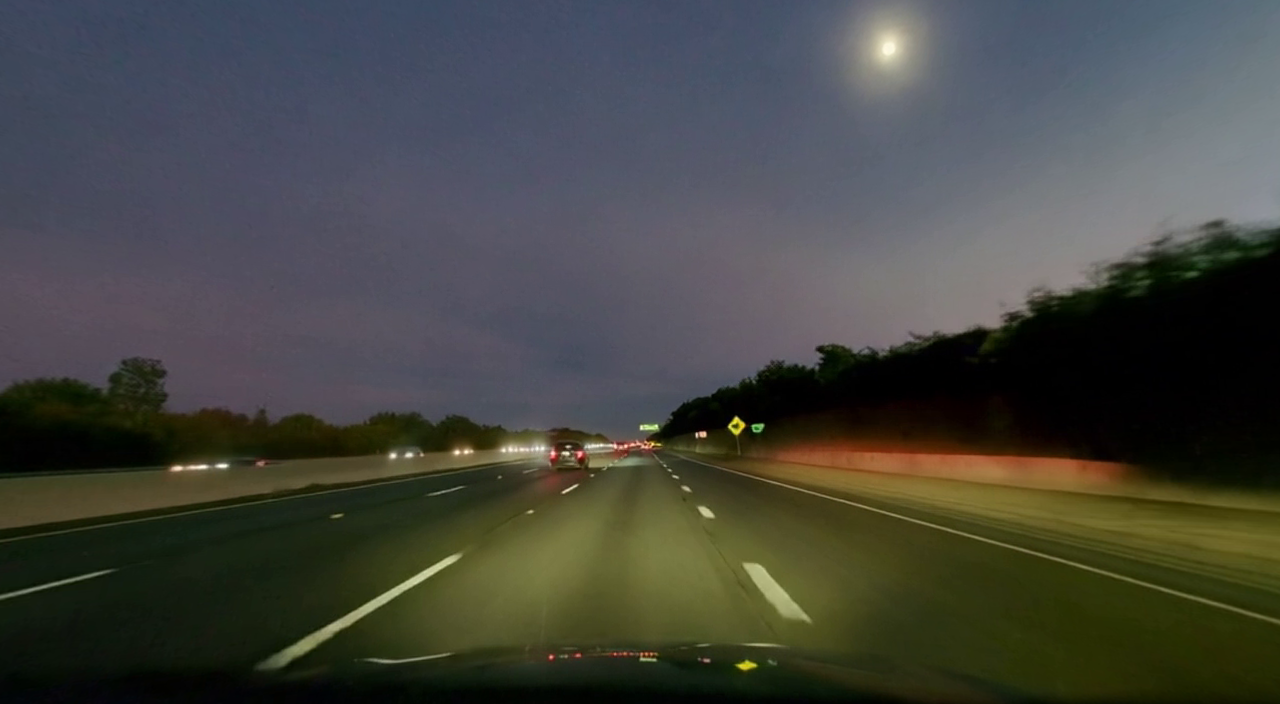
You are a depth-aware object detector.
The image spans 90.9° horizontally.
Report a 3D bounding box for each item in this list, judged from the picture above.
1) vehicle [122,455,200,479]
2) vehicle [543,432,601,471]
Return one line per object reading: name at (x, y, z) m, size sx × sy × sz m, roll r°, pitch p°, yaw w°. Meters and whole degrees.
vehicle at (-32.531, 7.819, 43.032) m, size 1.785 × 1.459 × 4.414 m, roll 0°, pitch -9°, yaw 1°
vehicle at (-3.296, 4.959, 31.597) m, size 2.283 × 1.802 × 4.810 m, roll 0°, pitch -9°, yaw 1°
